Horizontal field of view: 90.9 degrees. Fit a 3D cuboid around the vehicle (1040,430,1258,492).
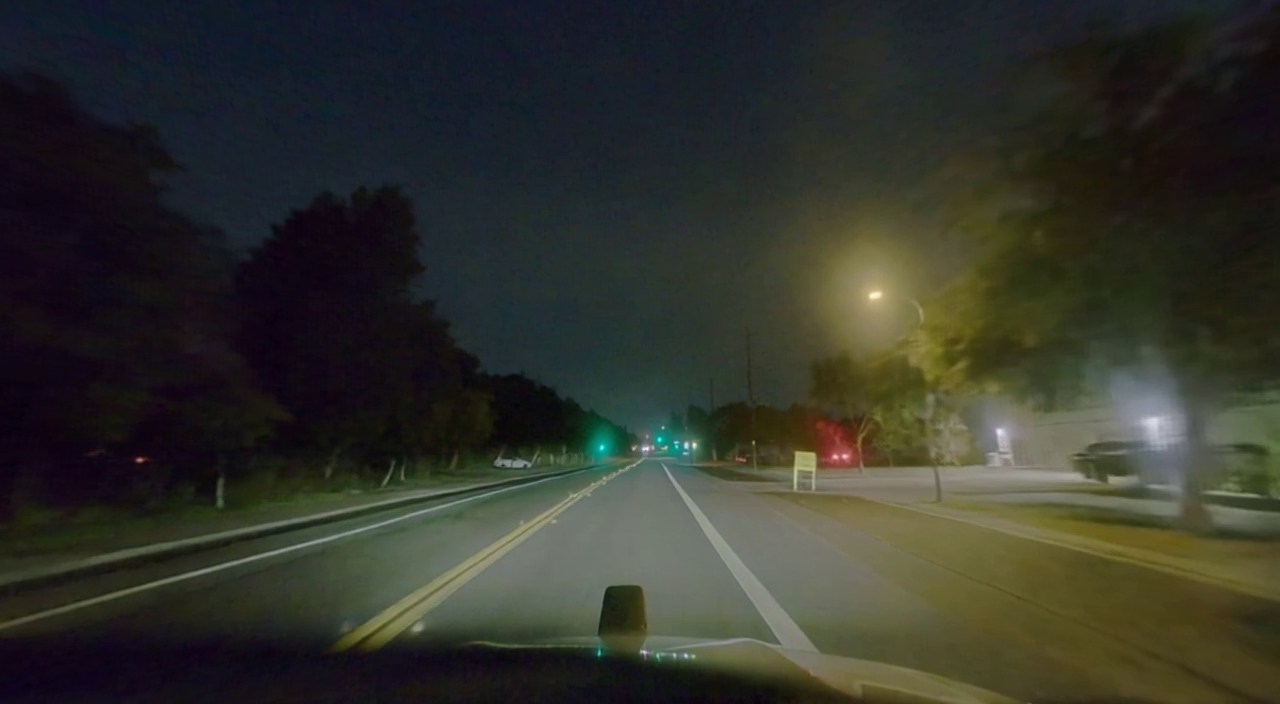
[{"bbox_3d":[15.506,3.349,19.466,4.785,1.780,2.055,-1,-9,3],"label":"vehicle"}]
